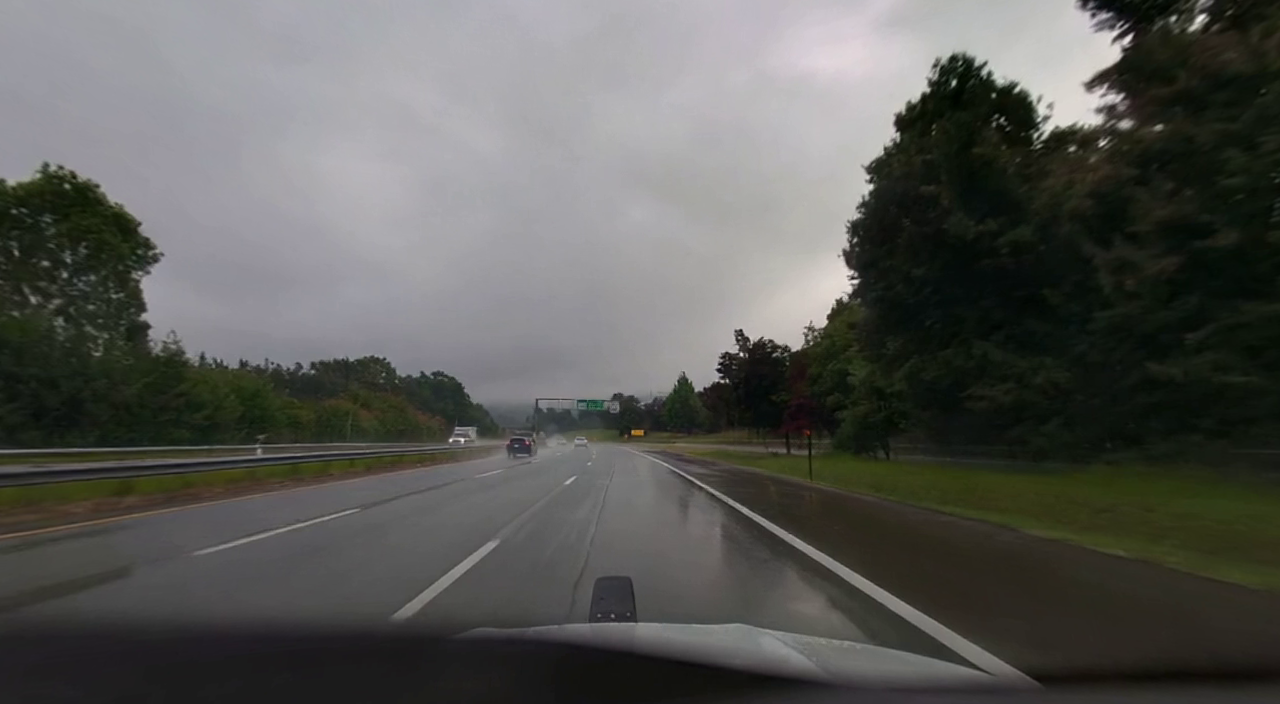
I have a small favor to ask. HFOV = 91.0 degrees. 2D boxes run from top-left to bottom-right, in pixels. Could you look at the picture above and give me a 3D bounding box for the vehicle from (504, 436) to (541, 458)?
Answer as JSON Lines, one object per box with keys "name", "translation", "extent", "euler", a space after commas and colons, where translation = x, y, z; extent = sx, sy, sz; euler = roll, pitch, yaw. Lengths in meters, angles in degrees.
{"name": "vehicle", "translation": [-9.103, 7.393, 49.119], "extent": [2.381, 1.553, 4.244], "euler": [0, -8, -4]}
